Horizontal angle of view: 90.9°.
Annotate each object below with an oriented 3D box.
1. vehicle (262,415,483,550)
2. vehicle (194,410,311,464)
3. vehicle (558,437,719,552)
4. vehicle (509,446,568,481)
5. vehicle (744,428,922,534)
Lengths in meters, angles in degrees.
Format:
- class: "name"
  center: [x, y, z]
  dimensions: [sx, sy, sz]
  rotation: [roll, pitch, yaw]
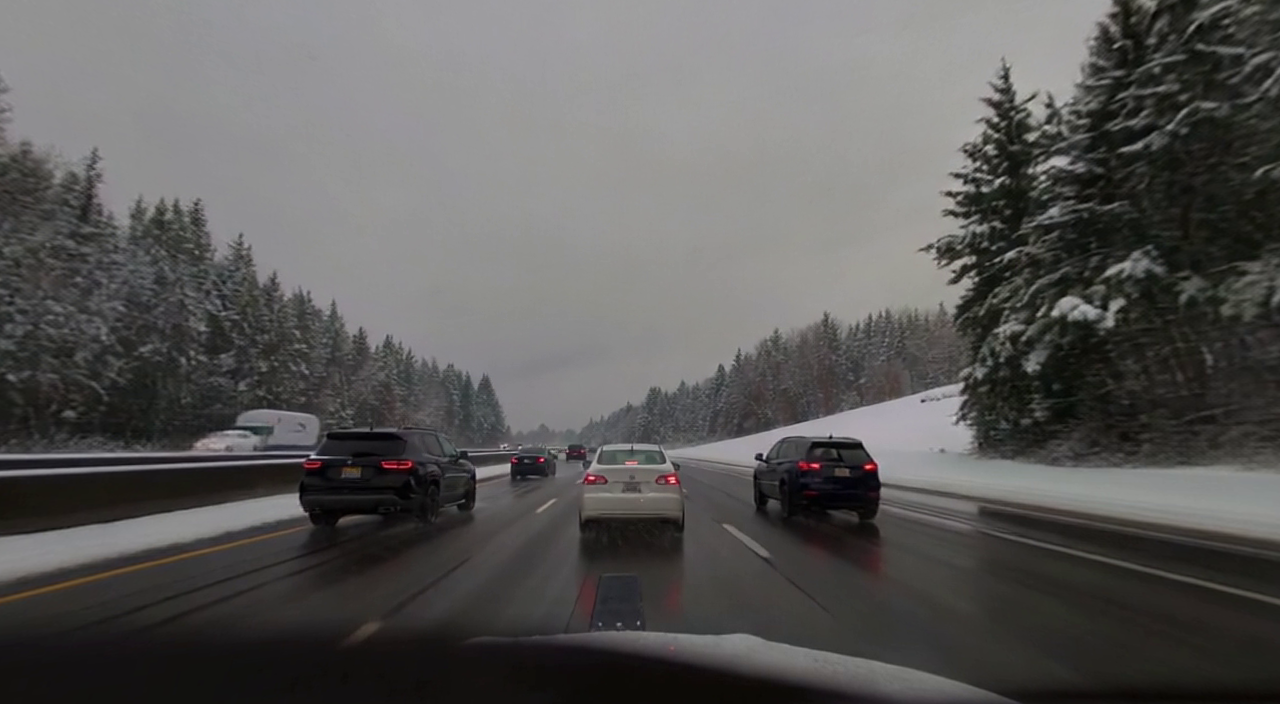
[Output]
- class: "vehicle"
  center: [-3.941, 1.989, 10.190]
  dimensions: [1.830, 1.703, 4.142]
  rotation: [0, -9, -1]
- class: "vehicle"
  center: [-21.081, 4.762, 34.790]
  dimensions: [2.417, 2.689, 6.486]
  rotation: [0, -9, -2]
- class: "vehicle"
  center: [-0.093, 2.201, 10.443]
  dimensions: [2.120, 1.478, 4.179]
  rotation: [0, -9, -2]
- class: "vehicle"
  center: [-4.557, 5.057, 28.834]
  dimensions: [2.122, 1.491, 3.800]
  rotation: [0, -9, -1]
- class: "vehicle"
  center: [3.488, 2.423, 12.378]
  dimensions: [1.996, 1.688, 4.207]
  rotation: [0, -9, -2]
